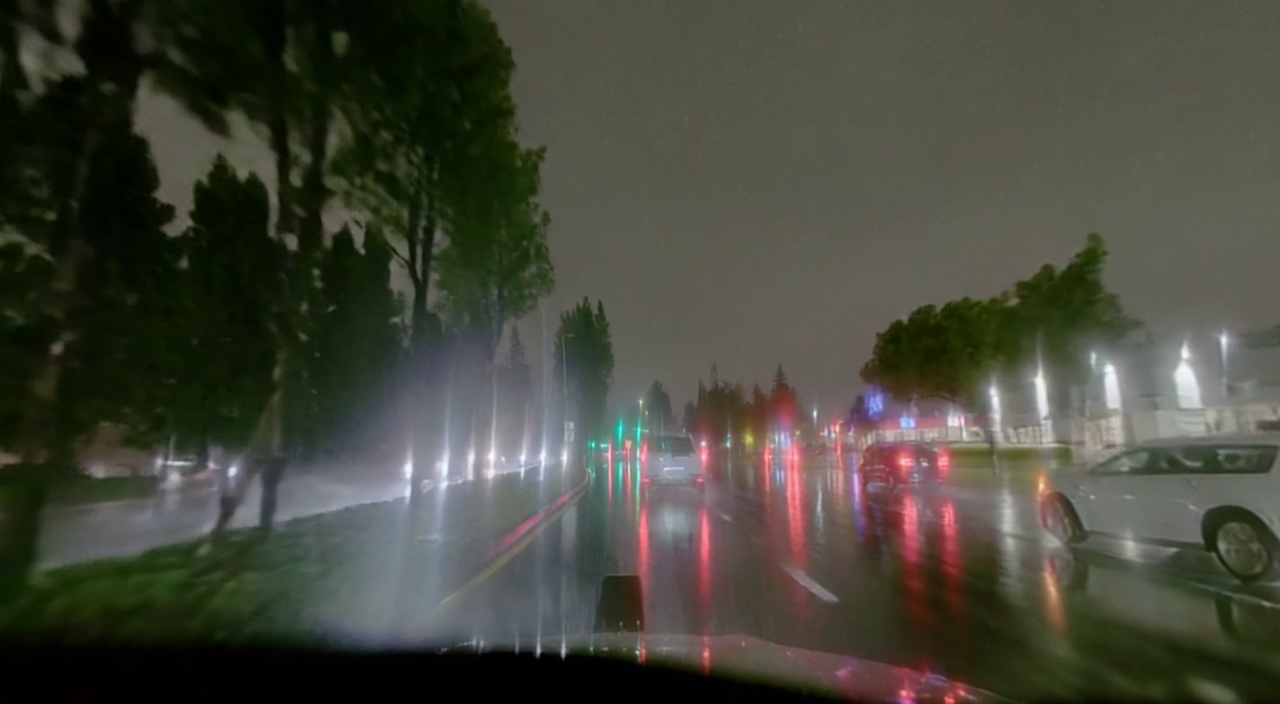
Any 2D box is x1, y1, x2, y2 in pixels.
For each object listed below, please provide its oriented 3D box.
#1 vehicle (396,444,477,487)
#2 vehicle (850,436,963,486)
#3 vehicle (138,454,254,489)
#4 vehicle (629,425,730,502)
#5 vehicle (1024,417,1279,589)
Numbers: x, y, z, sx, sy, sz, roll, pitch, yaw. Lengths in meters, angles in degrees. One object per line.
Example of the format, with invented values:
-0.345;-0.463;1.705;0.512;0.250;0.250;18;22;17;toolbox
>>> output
-8.944;4.999;28.220;2.196;1.717;4.453;0;-8;-1;vehicle
9.074;3.741;22.008;1.894;1.517;4.419;0;-8;-2;vehicle
-26.876;7.180;38.303;5.966;1.957;2.305;-2;-9;14;vehicle
0.945;3.141;18.283;2.300;1.870;4.936;0;-8;-3;vehicle
6.575;1.514;6.882;1.994;1.488;4.313;0;-8;-1;vehicle
